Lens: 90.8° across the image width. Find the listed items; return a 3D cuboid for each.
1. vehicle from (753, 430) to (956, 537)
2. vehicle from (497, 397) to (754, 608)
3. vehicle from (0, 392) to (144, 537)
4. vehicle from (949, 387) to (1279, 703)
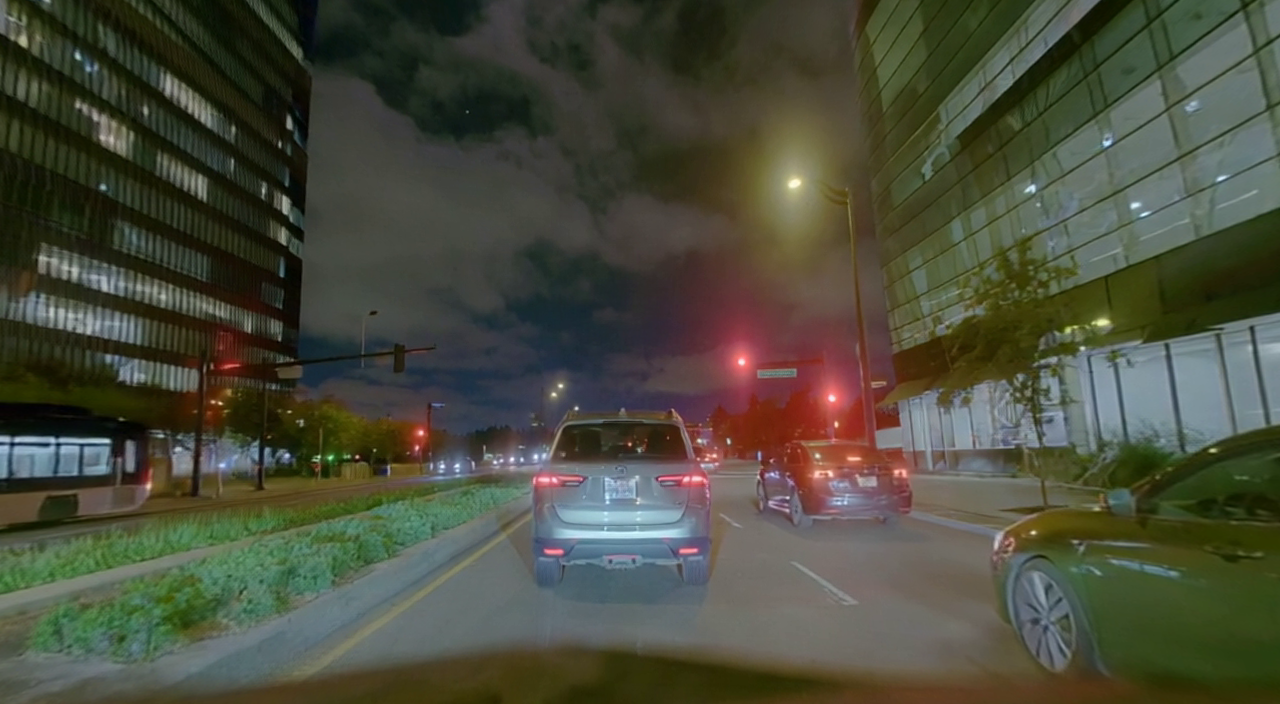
[{"bbox_3d":[3.597,2.283,11.610,2.128,1.582,4.188,0,-8,-2],"label":"vehicle"},{"bbox_3d":[-0.186,1.588,7.583,2.178,1.779,4.255,0,-8,-2],"label":"vehicle"},{"bbox_3d":[-19.790,3.173,17.297,3.393,4.045,11.306,-3,-9,-1],"label":"vehicle"},{"bbox_3d":[3.139,0.859,2.083,1.993,1.480,4.324,0,-8,-1],"label":"vehicle"}]
